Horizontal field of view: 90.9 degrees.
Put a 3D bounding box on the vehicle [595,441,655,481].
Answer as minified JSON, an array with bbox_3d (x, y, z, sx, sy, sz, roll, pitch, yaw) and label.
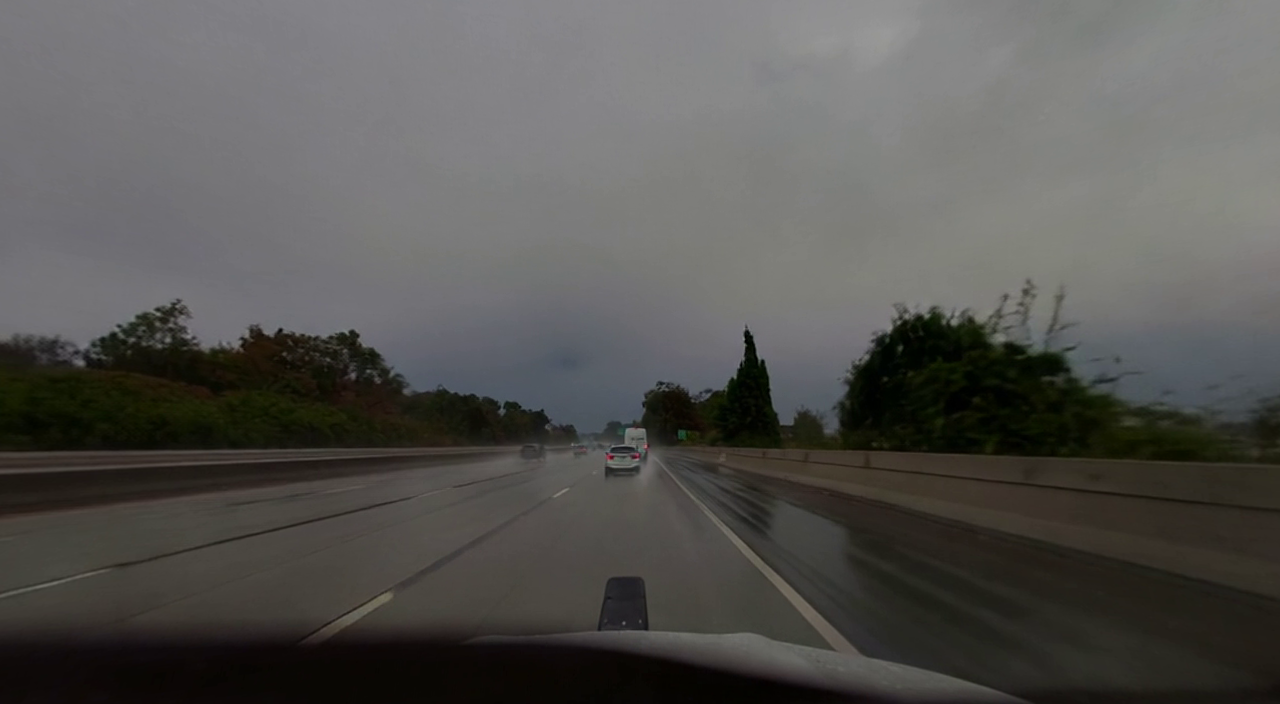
[{"bbox_3d":[-0.559,4.344,25.322,2.238,1.479,3.672,0,-9,0],"label":"vehicle"}]
